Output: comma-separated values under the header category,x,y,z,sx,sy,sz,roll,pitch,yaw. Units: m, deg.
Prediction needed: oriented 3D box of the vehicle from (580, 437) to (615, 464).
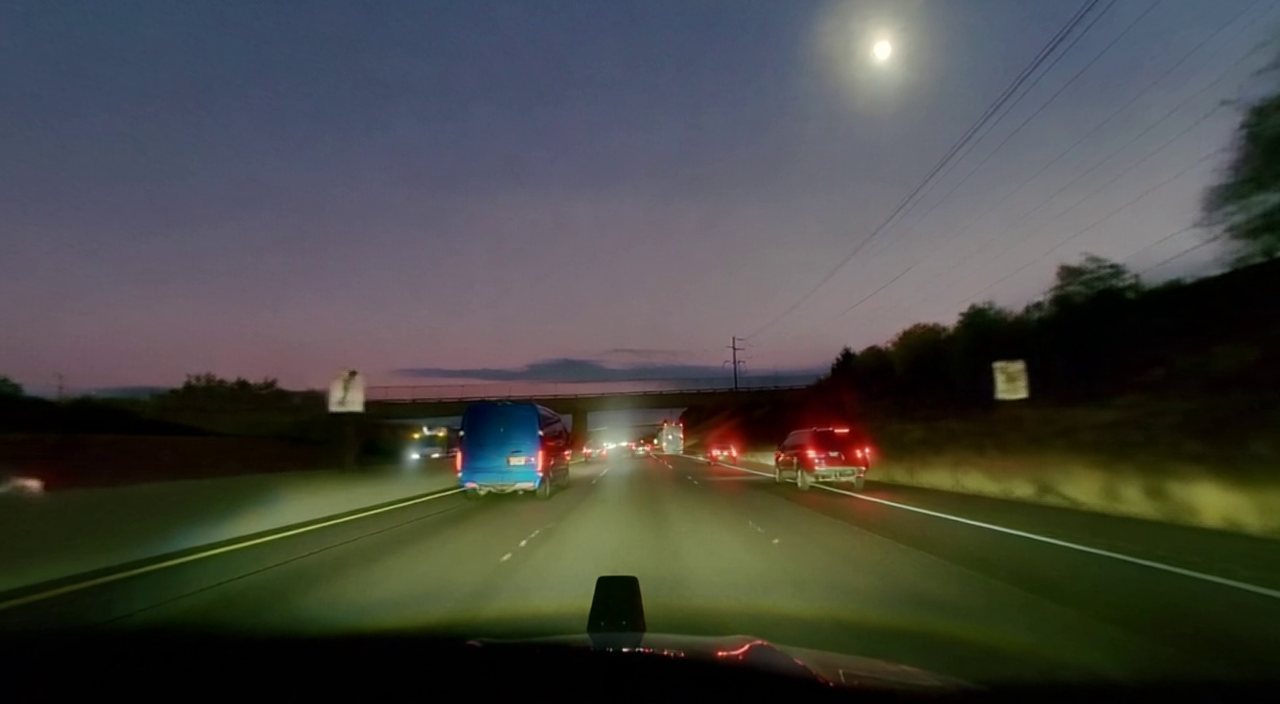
category,x,y,z,sx,sy,sz,roll,pitch,yaw
vehicle,-3.287,7.737,49.505,2.334,2.051,4.900,0,-9,0

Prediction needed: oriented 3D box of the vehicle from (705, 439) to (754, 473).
category,x,y,z,sx,sy,sz,roll,pitch,yaw
vehicle,4.709,5.566,33.843,1.936,1.664,4.198,0,-9,-1

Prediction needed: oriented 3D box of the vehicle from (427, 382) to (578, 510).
category,x,y,z,sx,sy,sz,roll,pitch,yaw
vehicle,-3.135,2.396,16.025,2.451,2.627,5.868,0,-9,0
